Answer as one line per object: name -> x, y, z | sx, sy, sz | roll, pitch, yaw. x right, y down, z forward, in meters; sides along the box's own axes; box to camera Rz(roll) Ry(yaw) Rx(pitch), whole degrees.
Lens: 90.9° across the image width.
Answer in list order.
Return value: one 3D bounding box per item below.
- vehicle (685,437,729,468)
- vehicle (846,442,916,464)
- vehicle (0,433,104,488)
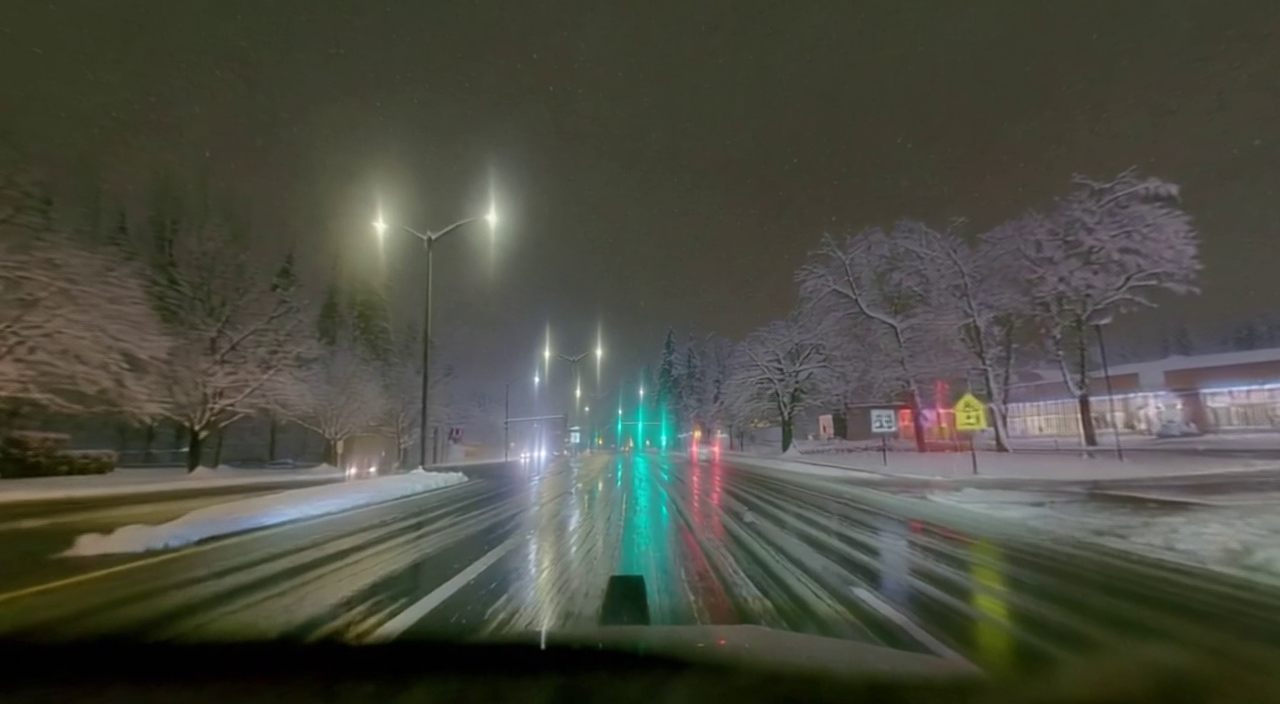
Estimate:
vehicle -> 3.862, 5.880, 36.911 | 2.007, 1.683, 4.171 | 0, -8, -1
vehicle -> 17.219, 7.200, 45.124 | 4.194, 1.495, 1.954 | 0, -8, -1
vehicle -> -32.752, 5.728, 33.528 | 6.090, 2.737, 2.475 | -1, -8, 1
